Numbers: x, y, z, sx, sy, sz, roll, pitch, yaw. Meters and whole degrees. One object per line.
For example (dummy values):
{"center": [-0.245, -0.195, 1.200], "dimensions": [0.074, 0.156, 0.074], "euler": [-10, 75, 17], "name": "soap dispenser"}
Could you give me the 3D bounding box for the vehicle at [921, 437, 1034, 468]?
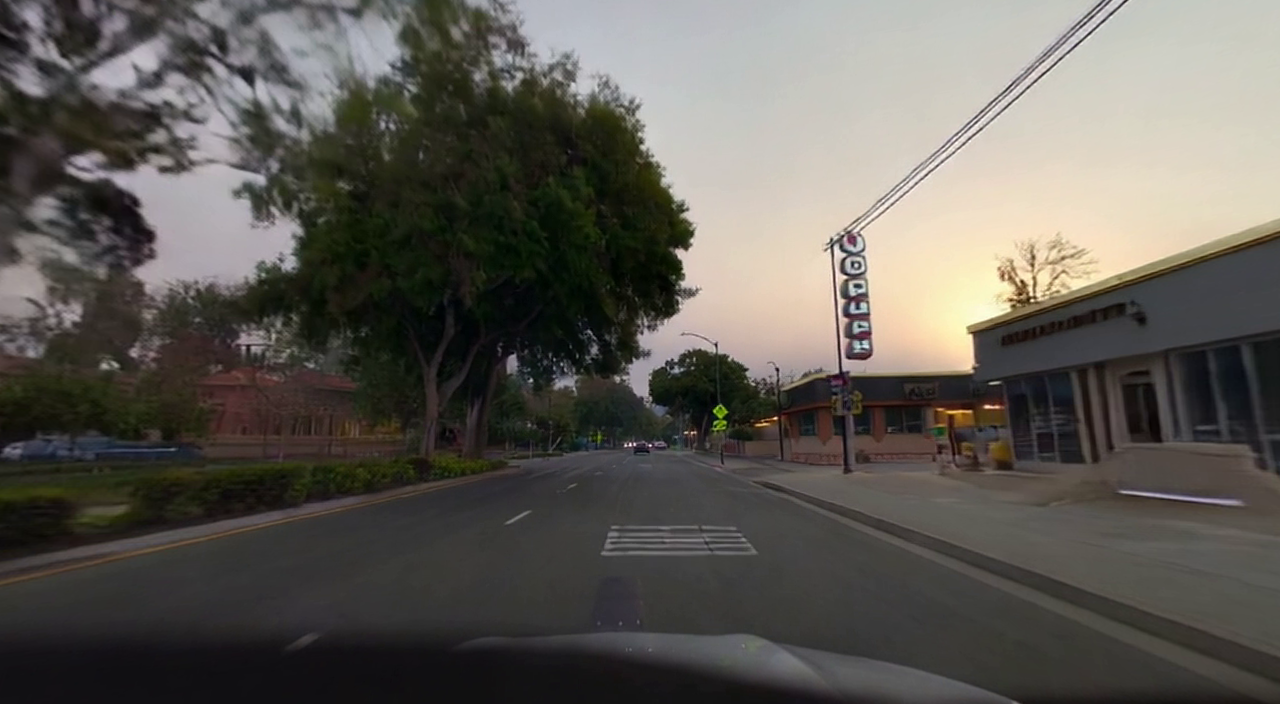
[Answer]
{"center": [17.125, 5.086, 32.268], "dimensions": [4.563, 1.457, 2.139], "euler": [-1, -7, 6], "name": "vehicle"}
